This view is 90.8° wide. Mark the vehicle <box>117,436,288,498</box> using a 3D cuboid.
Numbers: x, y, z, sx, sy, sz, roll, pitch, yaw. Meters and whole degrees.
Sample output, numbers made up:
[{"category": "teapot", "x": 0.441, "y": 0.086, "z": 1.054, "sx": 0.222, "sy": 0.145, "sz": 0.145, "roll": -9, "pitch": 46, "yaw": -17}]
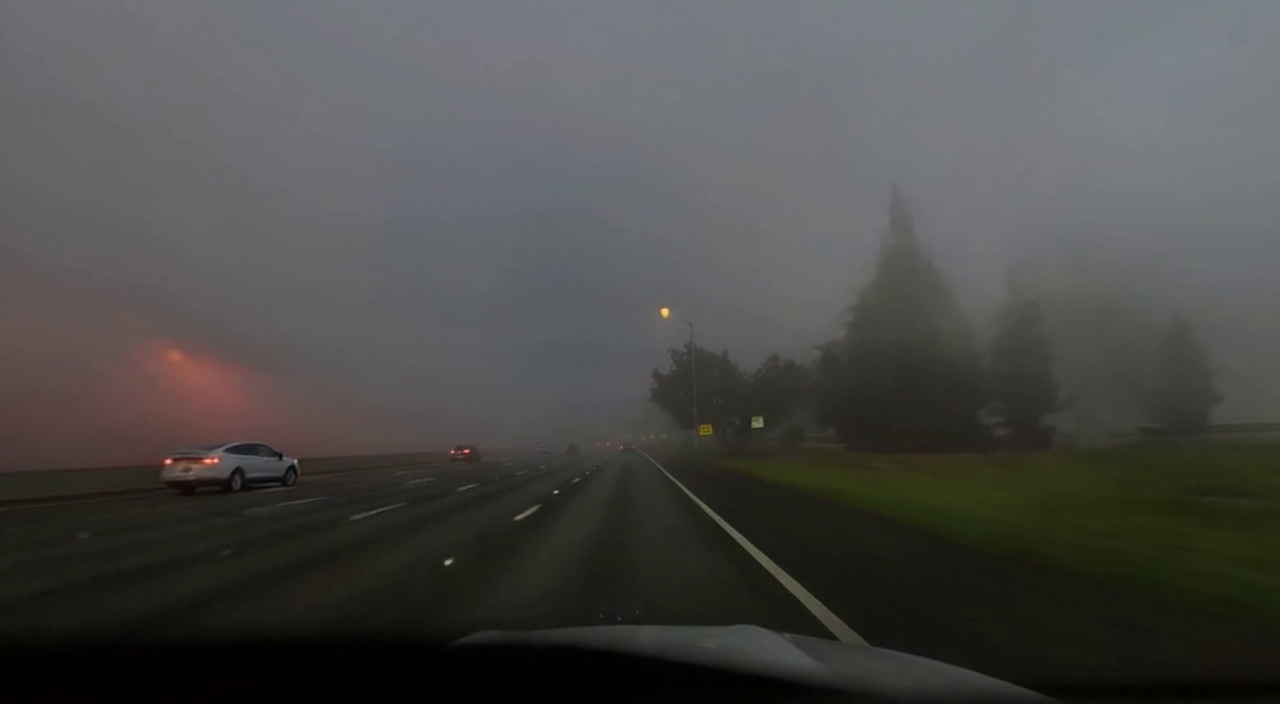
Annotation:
[{"category": "vehicle", "x": -14.382, "y": 3.789, "z": 21.269, "sx": 2.049, "sy": 1.792, "sz": 5.177, "roll": 0, "pitch": -9, "yaw": 0}]
